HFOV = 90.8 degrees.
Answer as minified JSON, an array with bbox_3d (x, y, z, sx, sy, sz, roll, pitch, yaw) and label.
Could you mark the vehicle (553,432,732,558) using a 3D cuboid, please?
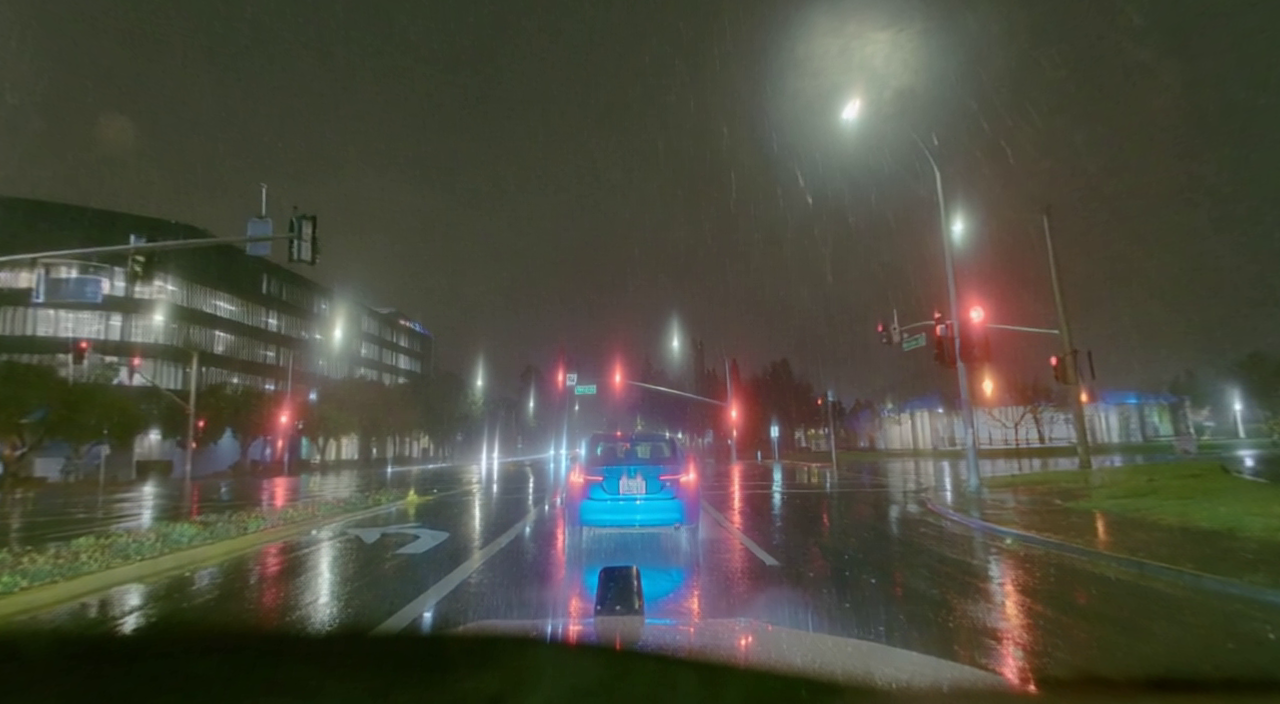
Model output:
[{"bbox_3d":[-0.001,1.992,9.508,2.107,1.470,3.974,0,-9,-1],"label":"vehicle"}]
